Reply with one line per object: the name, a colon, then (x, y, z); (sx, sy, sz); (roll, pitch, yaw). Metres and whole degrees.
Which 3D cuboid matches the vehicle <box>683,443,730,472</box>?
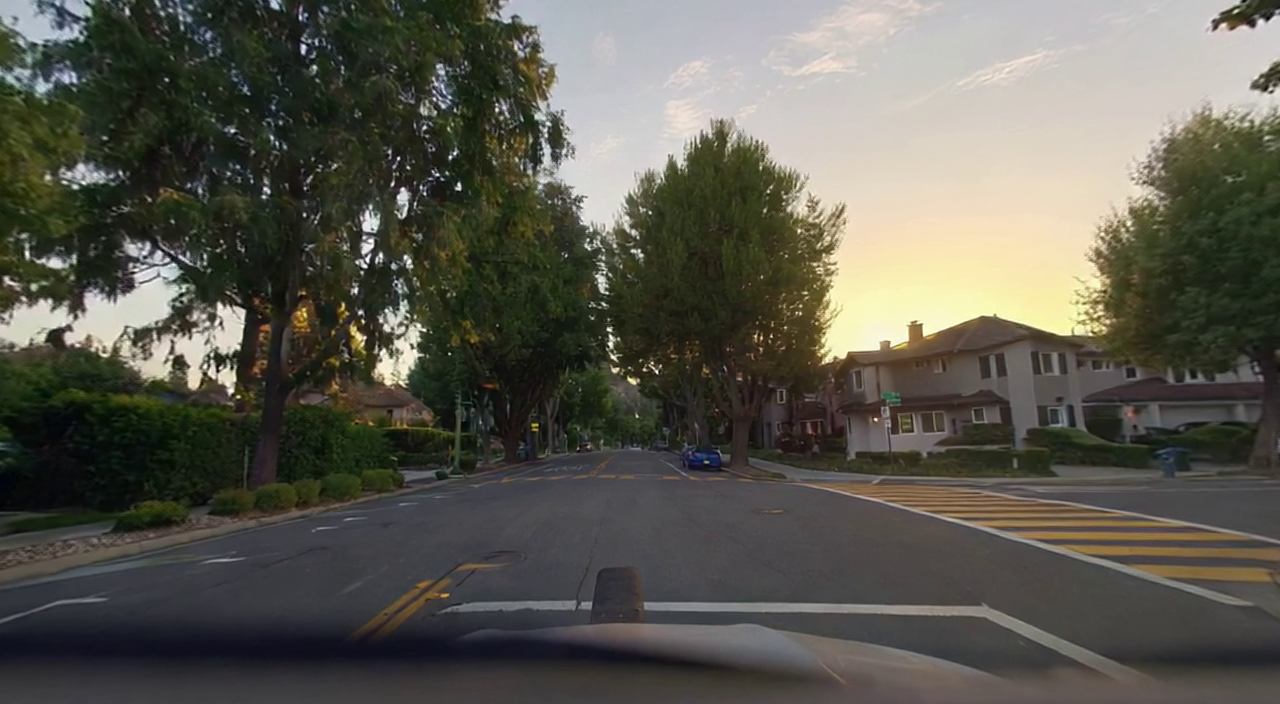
vehicle: (3.562, 5.770, 34.639); (1.961, 1.472, 4.434); (0, -9, -2)
